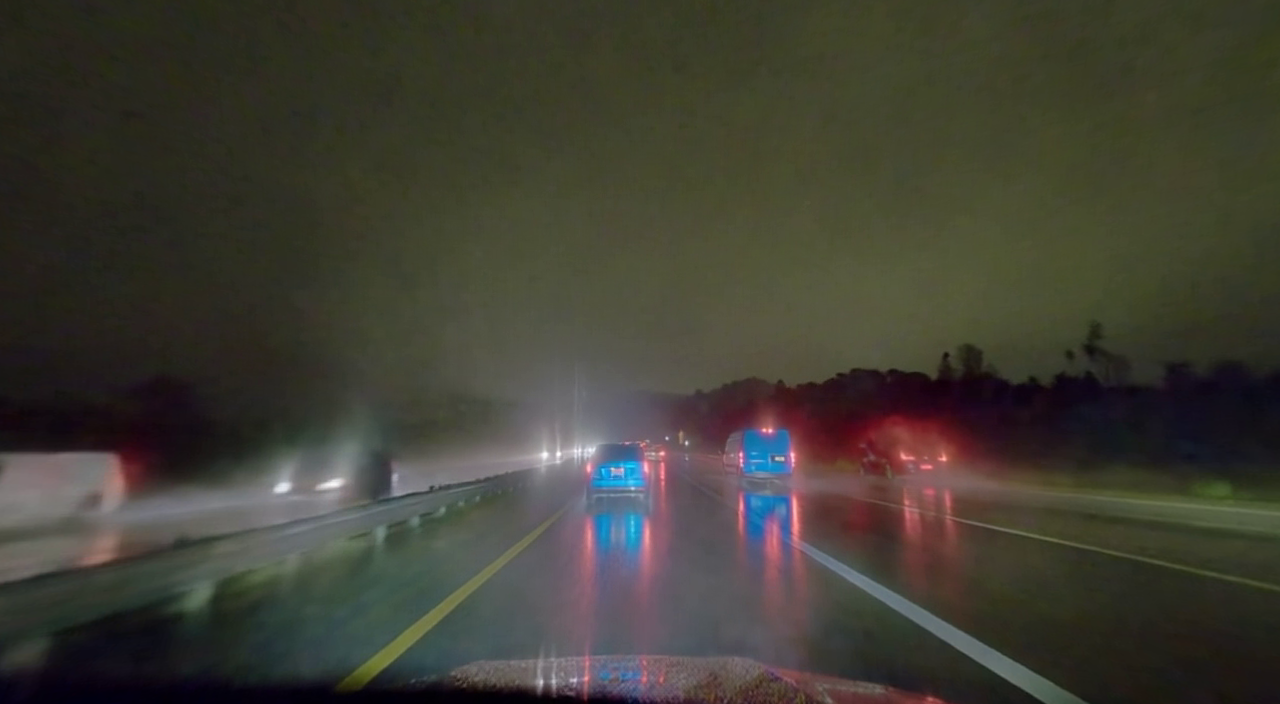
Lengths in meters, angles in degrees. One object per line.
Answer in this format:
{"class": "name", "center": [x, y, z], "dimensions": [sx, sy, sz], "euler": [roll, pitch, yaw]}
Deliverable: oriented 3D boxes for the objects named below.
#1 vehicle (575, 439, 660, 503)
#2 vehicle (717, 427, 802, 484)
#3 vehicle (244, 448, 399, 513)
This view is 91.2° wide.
{"class": "vehicle", "center": [-0.539, 3.144, 16.900], "dimensions": [2.029, 1.483, 3.769], "euler": [0, -9, 0]}
{"class": "vehicle", "center": [4.477, 3.984, 24.314], "dimensions": [2.261, 1.952, 4.784], "euler": [0, -9, -1]}
{"class": "vehicle", "center": [-8.529, 3.445, 17.353], "dimensions": [1.989, 1.524, 4.405], "euler": [0, -9, 0]}
